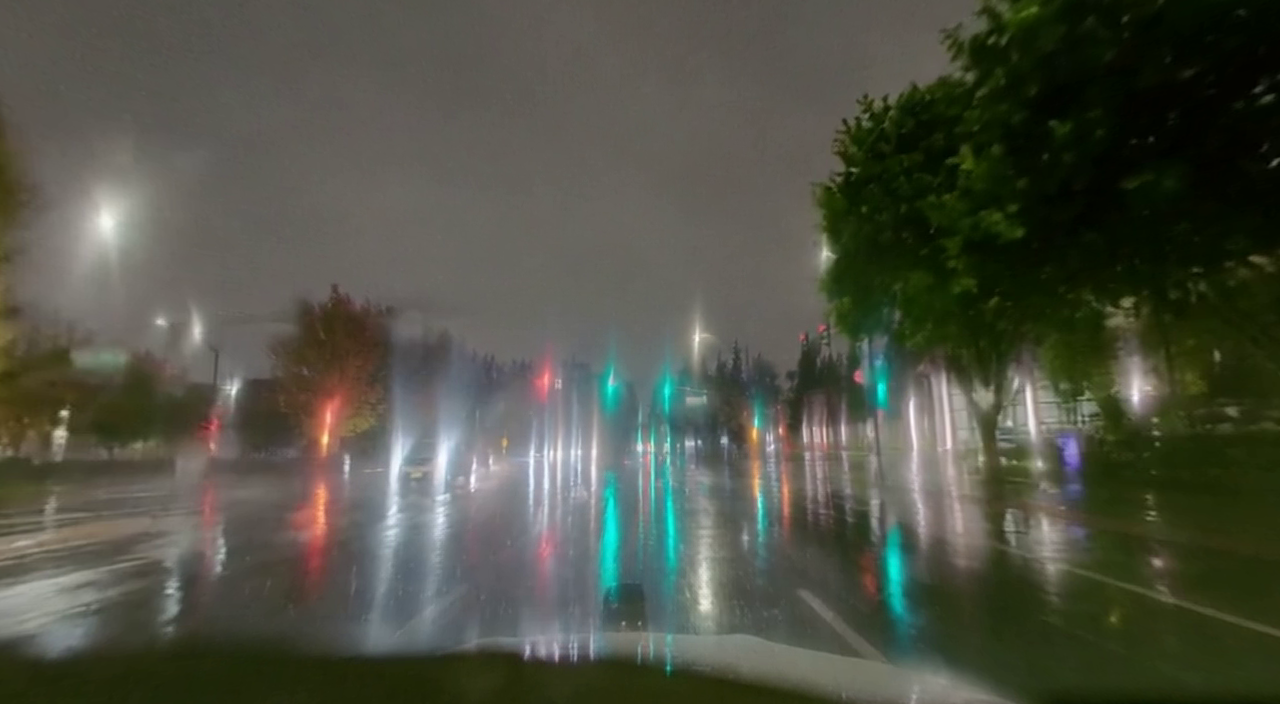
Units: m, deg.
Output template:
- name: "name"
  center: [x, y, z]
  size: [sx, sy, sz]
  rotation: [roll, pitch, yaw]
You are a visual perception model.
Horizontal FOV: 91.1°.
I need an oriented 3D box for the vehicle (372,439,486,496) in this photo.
- name: "vehicle"
  center: [-6.478, 3.586, 19.952]
  size: [1.876, 1.570, 4.980]
  rotation: [0, -9, 0]
